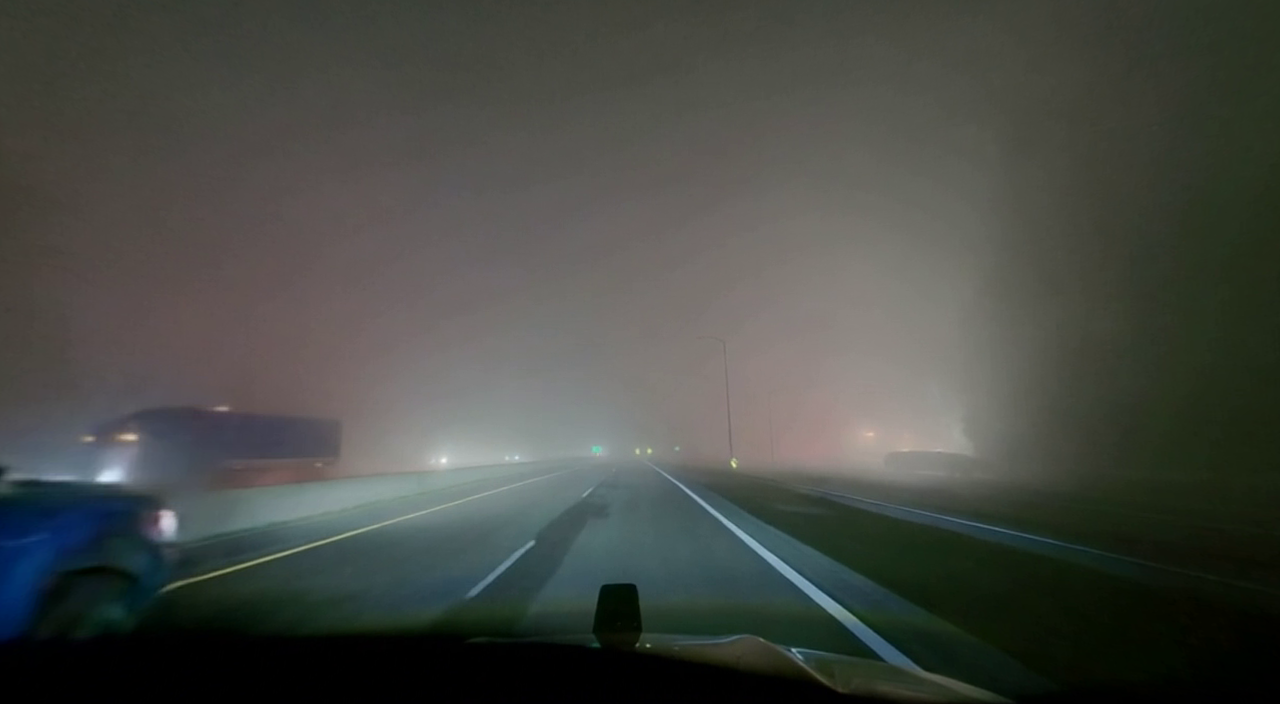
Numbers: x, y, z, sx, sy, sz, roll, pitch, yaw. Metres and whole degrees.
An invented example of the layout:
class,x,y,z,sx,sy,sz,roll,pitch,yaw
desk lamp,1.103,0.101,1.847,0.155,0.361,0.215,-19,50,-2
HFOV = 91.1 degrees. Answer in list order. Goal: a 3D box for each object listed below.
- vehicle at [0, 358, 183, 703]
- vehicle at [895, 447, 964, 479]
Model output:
class,x,y,z,sx,sy,sz,roll,pitch,yaw
vehicle,-3.720,0.696,1.318,2.152,1.717,4.423,0,-9,0
vehicle,15.468,5.920,33.762,1.834,1.555,3.751,0,-9,-1
